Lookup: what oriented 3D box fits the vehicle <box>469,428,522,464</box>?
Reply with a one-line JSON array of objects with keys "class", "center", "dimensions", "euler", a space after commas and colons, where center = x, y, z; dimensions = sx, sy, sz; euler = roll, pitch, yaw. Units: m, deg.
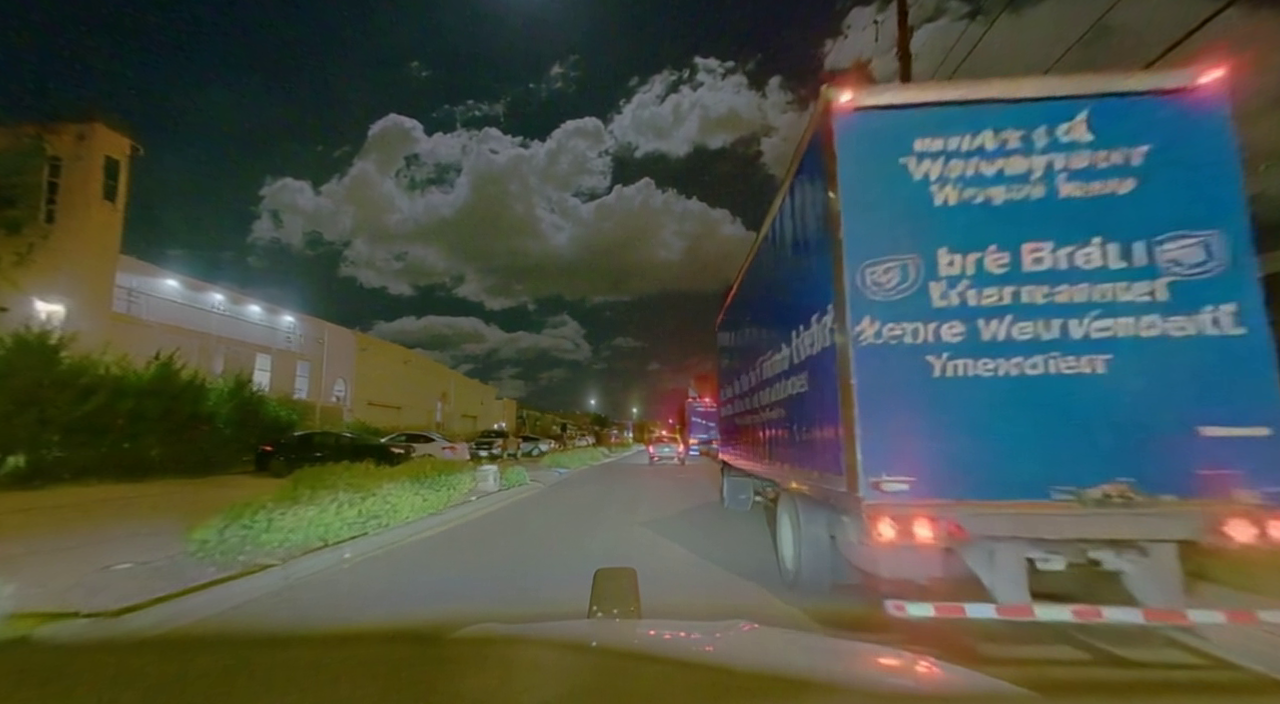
[{"class": "vehicle", "center": [-7.528, 4.938, 33.218], "dimensions": [1.996, 1.719, 4.382], "euler": [2, -8, -3]}]

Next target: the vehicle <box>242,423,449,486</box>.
[{"class": "vehicle", "center": [-7.672, 2.691, 16.725], "dimensions": [4.555, 1.517, 1.858], "euler": [0, -8, 2]}]

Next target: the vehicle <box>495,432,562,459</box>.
[{"class": "vehicle", "center": [-6.509, 5.522, 37.149], "dimensions": [3.569, 1.520, 1.797], "euler": [0, -8, 1]}]

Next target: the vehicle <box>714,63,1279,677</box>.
[{"class": "vehicle", "center": [3.034, 0.714, 9.033], "dimensions": [3.019, 3.659, 10.648], "euler": [0, -8, 2]}]

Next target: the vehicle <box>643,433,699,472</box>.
[{"class": "vehicle", "center": [1.324, 4.182, 26.432], "dimensions": [2.160, 1.498, 3.909], "euler": [0, -8, 3]}]
